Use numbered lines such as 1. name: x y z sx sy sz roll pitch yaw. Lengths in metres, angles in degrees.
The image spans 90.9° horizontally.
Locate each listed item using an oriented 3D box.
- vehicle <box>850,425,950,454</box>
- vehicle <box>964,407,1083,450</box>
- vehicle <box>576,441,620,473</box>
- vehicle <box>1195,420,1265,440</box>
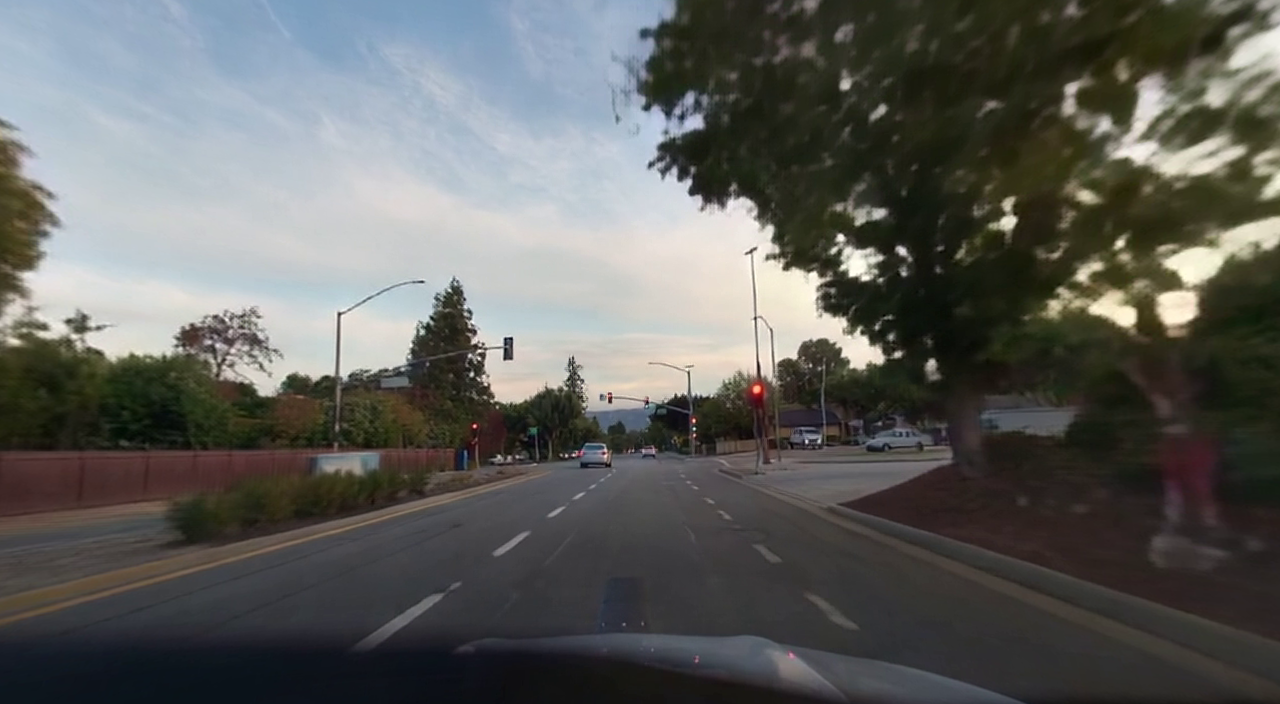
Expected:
1. vehicle: 18.976 6.388 46.182 6.313 2.043 2.272 0 -9 -3
2. vehicle: 28.389 5.690 46.801 7.116 3.077 2.655 1 -9 -5
3. vehicle: -2.345 6.012 36.444 2.084 1.701 4.734 0 -9 2
4. vehicle: 44.546 5.889 47.603 3.617 1.472 1.738 0 -9 -4
